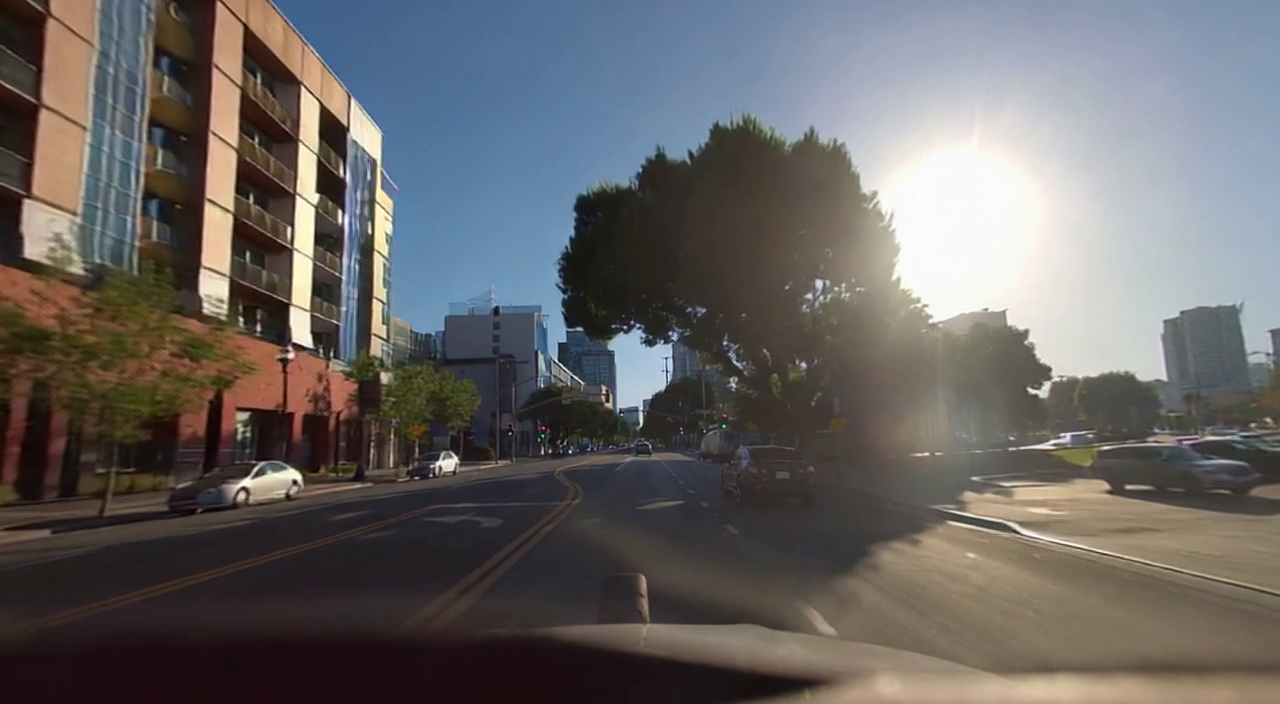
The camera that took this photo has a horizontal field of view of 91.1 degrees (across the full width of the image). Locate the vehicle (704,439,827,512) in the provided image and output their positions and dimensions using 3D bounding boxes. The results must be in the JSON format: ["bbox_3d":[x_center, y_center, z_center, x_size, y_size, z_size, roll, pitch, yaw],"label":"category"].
[{"bbox_3d":[2.876,2.953,15.488,2.080,1.524,4.348,0,-9,-1],"label":"vehicle"}]

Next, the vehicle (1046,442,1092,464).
[{"bbox_3d":[31.258,7.362,45.833,1.867,1.482,4.593,-4,-9,24],"label":"vehicle"}]

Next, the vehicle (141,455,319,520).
[{"bbox_3d":[-12.084,3.993,19.034,2.015,1.521,4.798,-1,-8,3],"label":"vehicle"}]

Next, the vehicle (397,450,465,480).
[{"bbox_3d":[-11.860,6.500,36.053,1.944,1.575,4.895,-1,-11,3],"label":"vehicle"}]

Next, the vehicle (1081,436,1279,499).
[{"bbox_3d":[16.108,3.393,18.768,4.412,1.503,1.771,-3,-7,-1],"label":"vehicle"}]
